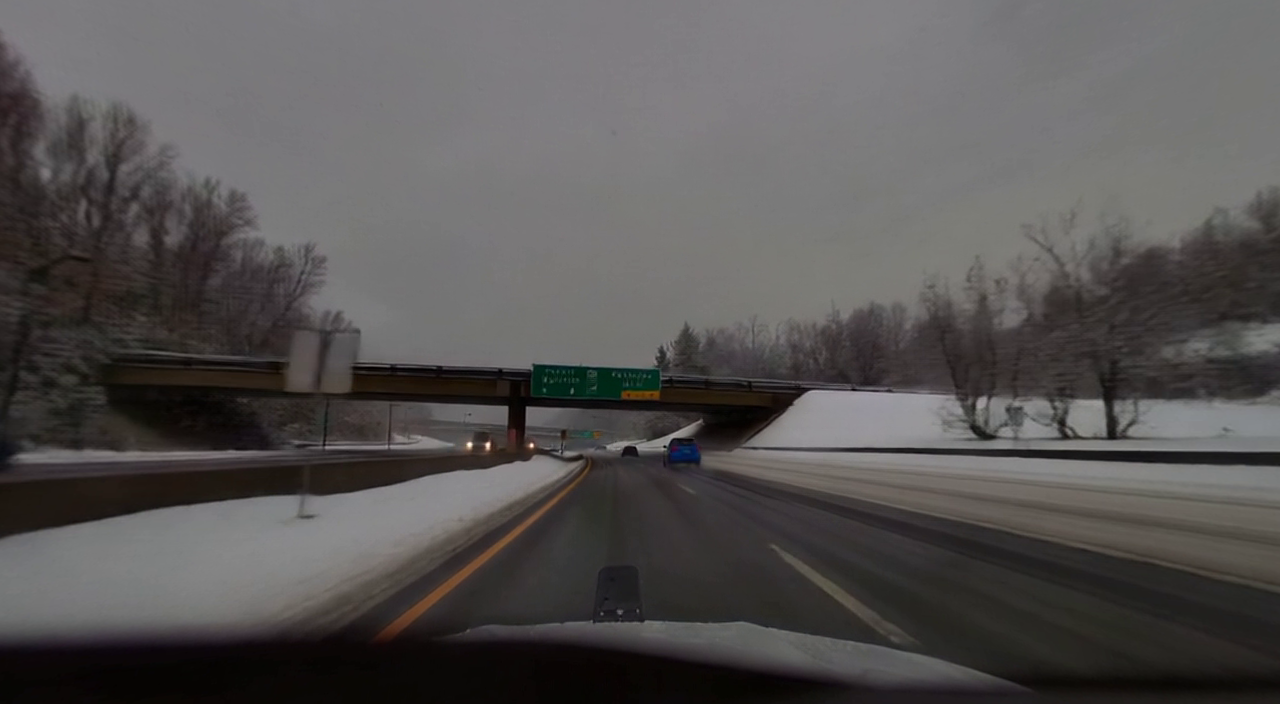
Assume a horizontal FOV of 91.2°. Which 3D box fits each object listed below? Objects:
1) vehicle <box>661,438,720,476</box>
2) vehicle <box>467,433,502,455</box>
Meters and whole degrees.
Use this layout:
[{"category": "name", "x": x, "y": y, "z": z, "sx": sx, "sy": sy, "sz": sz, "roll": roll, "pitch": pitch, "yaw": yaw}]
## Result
[{"category": "vehicle", "x": 2.296, "y": 4.953, "z": 29.718, "sx": 2.337, "sy": 1.633, "sz": 4.222, "roll": 0, "pitch": -9, "yaw": -2}, {"category": "vehicle", "x": -12.208, "y": 7.288, "z": 49.395, "sx": 1.842, "sy": 1.663, "sz": 3.995, "roll": 0, "pitch": -9, "yaw": -2}]
